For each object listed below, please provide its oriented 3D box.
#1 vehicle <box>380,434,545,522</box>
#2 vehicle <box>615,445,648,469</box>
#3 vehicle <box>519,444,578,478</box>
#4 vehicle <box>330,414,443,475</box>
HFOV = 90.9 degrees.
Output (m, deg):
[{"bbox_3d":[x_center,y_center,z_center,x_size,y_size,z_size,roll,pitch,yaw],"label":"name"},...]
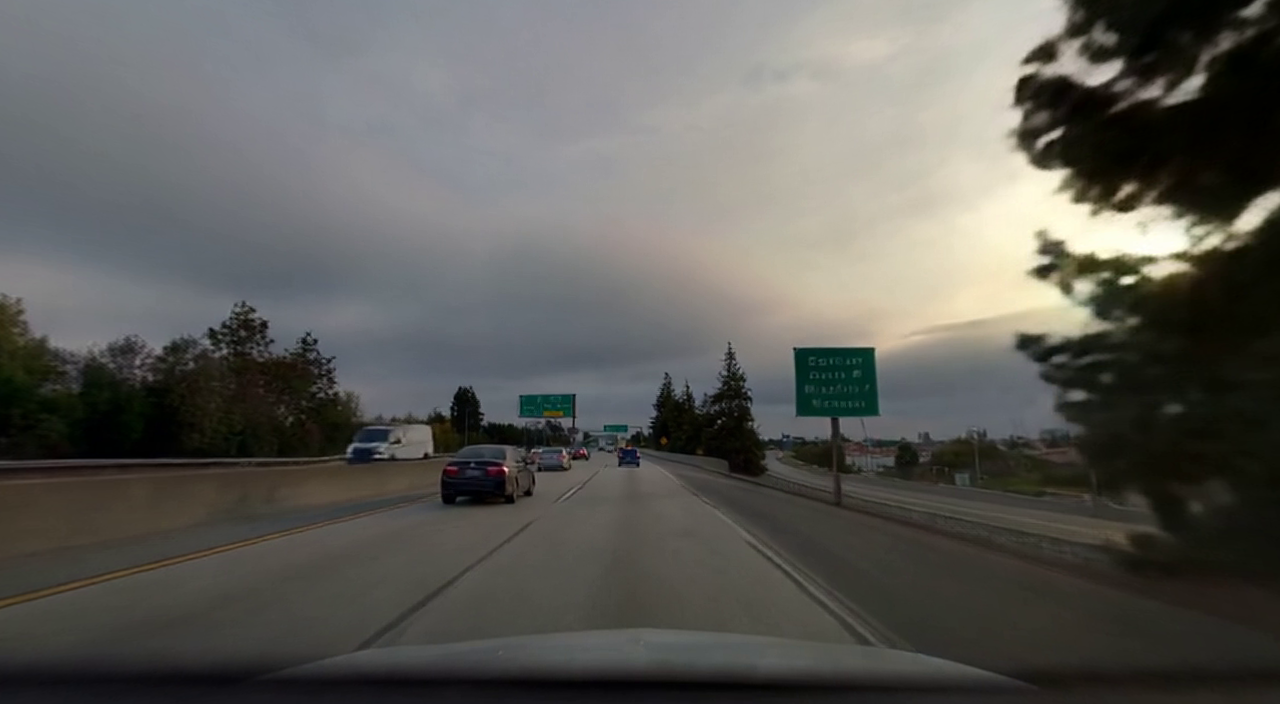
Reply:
[{"bbox_3d":[-3.403,2.502,13.204,2.067,1.509,4.551,0,-8,1],"label":"vehicle"},{"bbox_3d":[-0.558,6.877,41.596,2.100,1.471,3.956,0,-8,-1],"label":"vehicle"},{"bbox_3d":[-4.201,5.057,29.647,2.107,1.453,4.462,0,-8,0],"label":"vehicle"},{"bbox_3d":[-13.702,5.091,35.000,3.032,2.987,7.725,0,-8,0],"label":"vehicle"}]
